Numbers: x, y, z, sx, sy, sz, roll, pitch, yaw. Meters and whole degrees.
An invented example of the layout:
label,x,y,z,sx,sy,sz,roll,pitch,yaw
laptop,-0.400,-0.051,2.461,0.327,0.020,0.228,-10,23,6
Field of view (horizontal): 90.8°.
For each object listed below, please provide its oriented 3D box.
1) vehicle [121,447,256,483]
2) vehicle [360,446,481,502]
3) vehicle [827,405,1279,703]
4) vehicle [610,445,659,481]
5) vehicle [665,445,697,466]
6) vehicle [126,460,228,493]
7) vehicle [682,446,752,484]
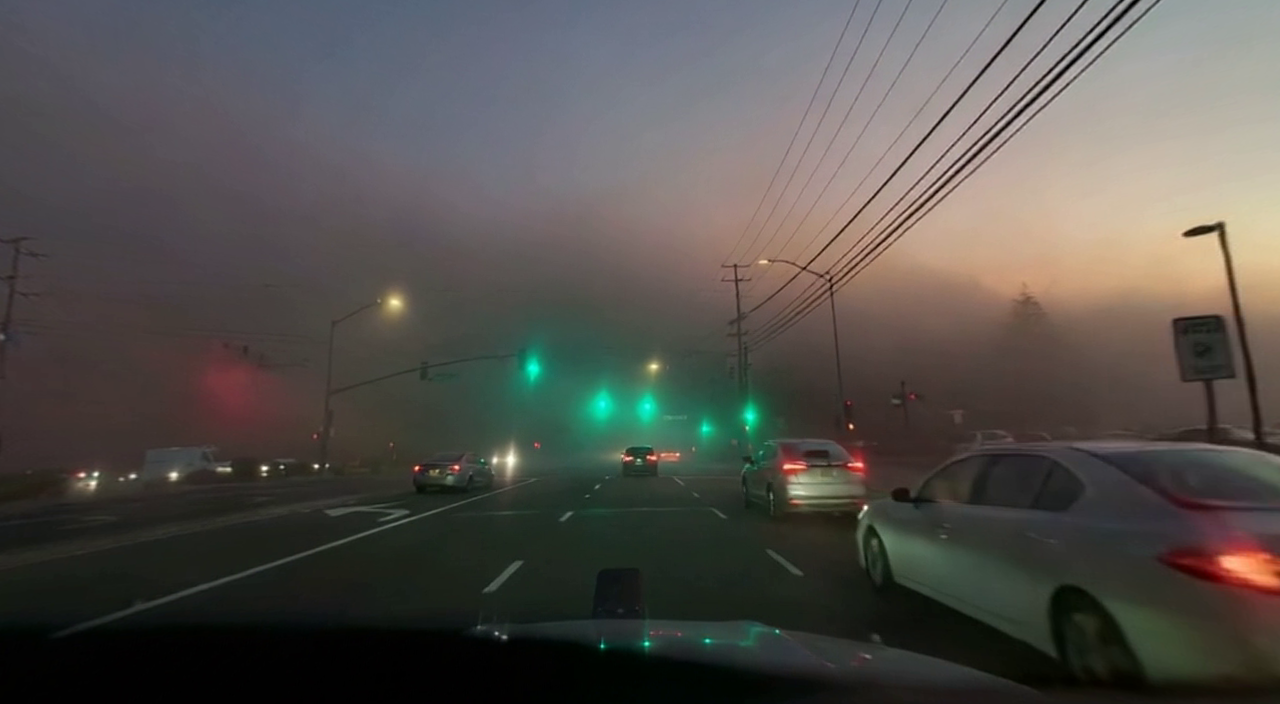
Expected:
label,x,y,z,sx,sy,sz,roll,pitch,yaw
vehicle,-30.336,7.565,42.656,6.968,2.250,2.605,0,-8,-3
vehicle,-6.369,3.561,18.927,2.075,1.470,4.190,0,-8,1
vehicle,2.959,1.224,4.216,1.945,1.470,4.363,0,-8,-2
vehicle,-0.260,4.986,28.662,2.065,1.484,3.894,0,-8,-1
vehicle,3.040,7.773,47.763,1.971,1.477,4.121,0,-8,-2
vehicle,-25.806,6.913,35.222,4.989,1.567,2.075,-2,-10,21
vehicle,3.150,4.723,26.827,2.208,1.436,4.542,0,-8,-3
